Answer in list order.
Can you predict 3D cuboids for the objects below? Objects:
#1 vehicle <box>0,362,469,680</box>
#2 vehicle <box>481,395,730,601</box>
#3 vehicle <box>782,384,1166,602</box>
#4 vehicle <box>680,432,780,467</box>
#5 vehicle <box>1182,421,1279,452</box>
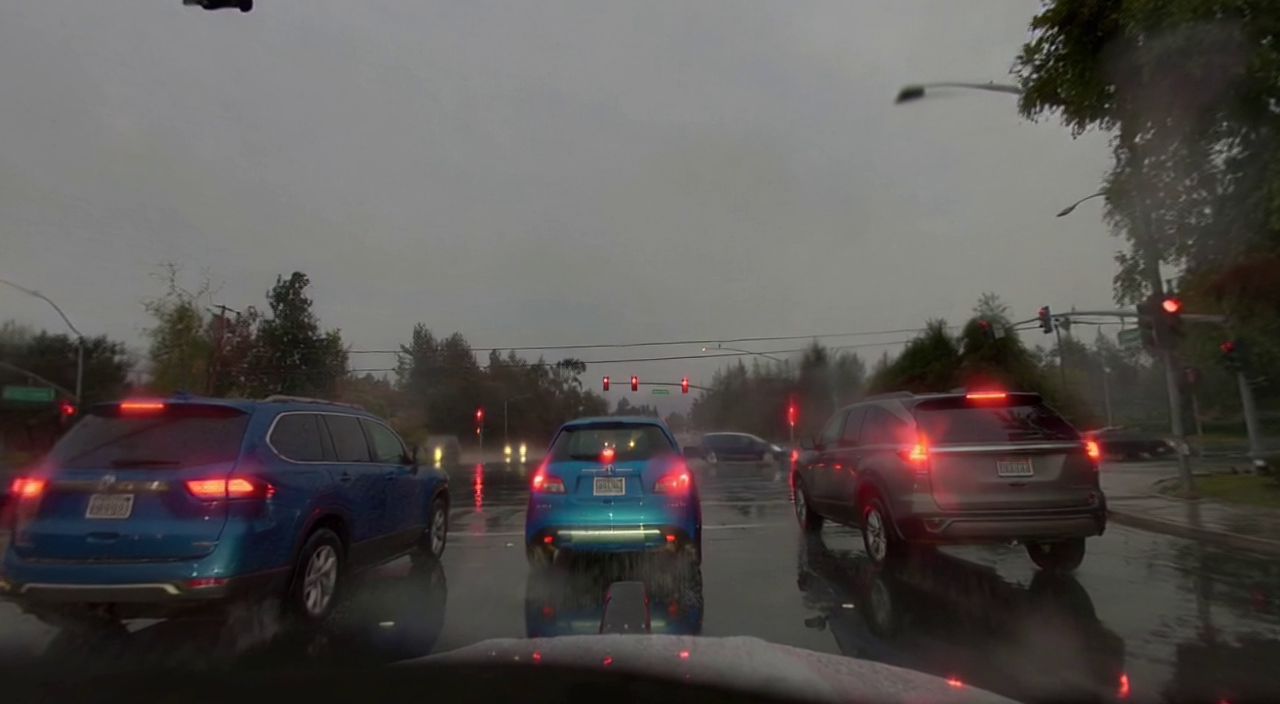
[{"bbox_3d":[-3.277,1.283,5.888,2.047,1.810,4.414,0,-8,1],"label":"vehicle"},{"bbox_3d":[-0.238,1.512,7.323,2.067,1.702,3.987,0,-8,2],"label":"vehicle"},{"bbox_3d":[3.263,1.489,7.515,2.083,1.779,4.532,0,-8,0],"label":"vehicle"},{"bbox_3d":[4.767,5.204,33.697,4.874,1.770,2.107,-5,-10,32],"label":"vehicle"},{"bbox_3d":[32.830,4.658,34.780,4.175,1.634,1.877,1,-8,-5],"label":"vehicle"}]
